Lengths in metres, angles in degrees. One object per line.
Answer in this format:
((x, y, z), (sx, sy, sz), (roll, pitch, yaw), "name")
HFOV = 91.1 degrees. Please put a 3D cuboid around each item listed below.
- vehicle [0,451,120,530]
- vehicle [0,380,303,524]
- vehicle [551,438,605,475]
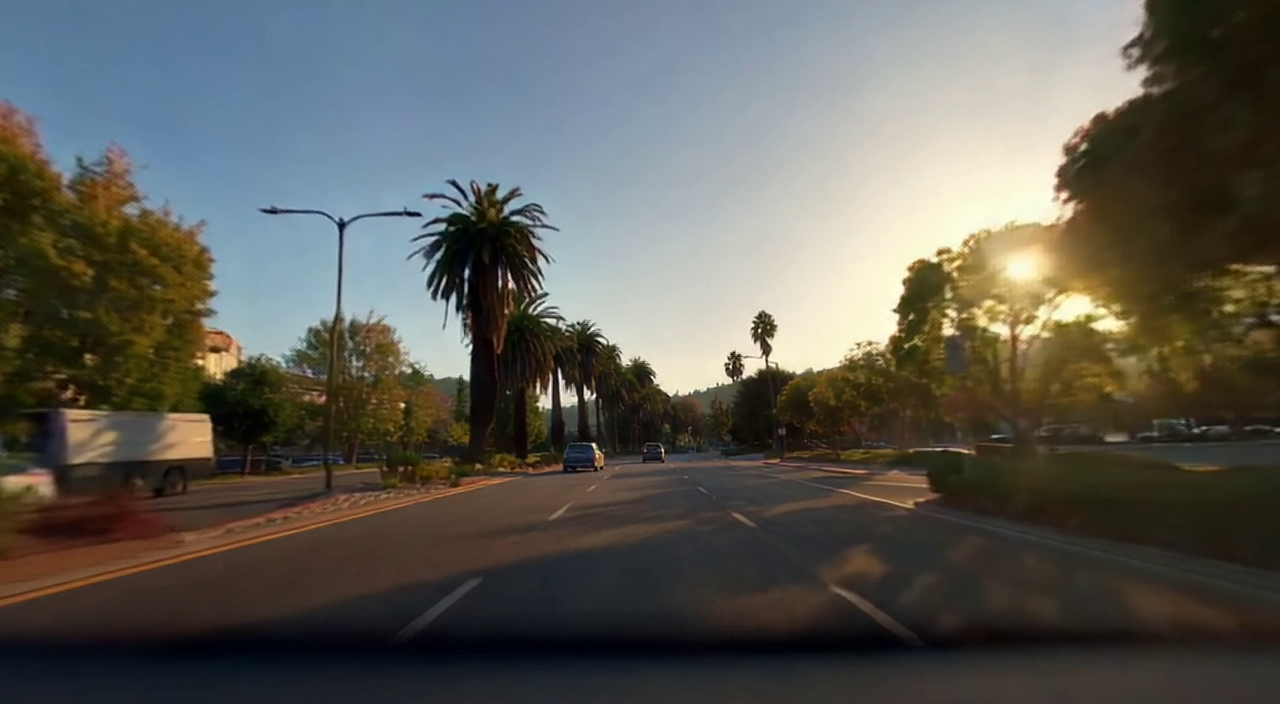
((-16.402, 3.364, 15.319), (2.402, 1.844, 5.766), (0, -9, 1), "vehicle")
((-20.770, 4.046, 27.301), (2.968, 4.370, 16.176), (0, -7, 1), "vehicle")
((-3.226, 5.545, 33.542), (2.188, 1.819, 4.667), (0, -9, 3), "vehicle")
